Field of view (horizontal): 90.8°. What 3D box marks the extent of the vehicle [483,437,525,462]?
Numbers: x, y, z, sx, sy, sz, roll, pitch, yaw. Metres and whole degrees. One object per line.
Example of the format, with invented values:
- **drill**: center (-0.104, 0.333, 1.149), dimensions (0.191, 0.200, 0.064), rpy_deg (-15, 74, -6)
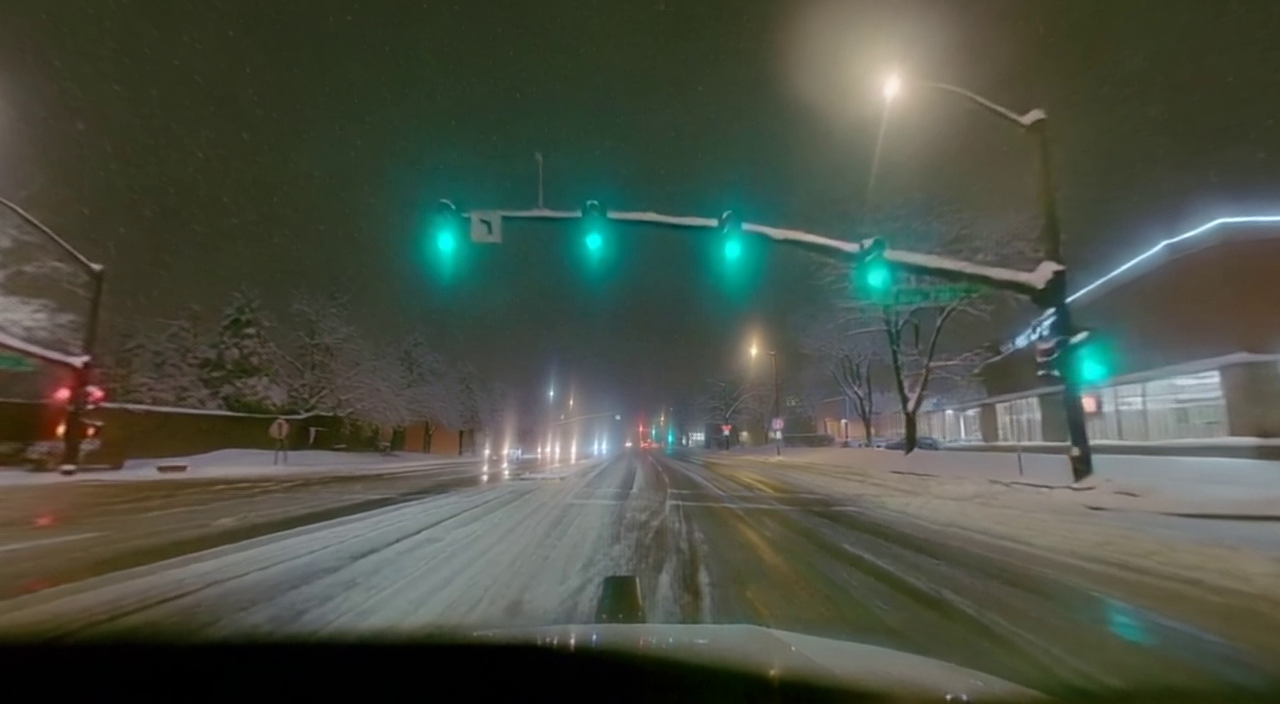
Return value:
- **vehicle**: center (-9.717, 7.017, 45.411), dimensions (1.954, 1.694, 4.310), rpy_deg (-1, -8, 2)
